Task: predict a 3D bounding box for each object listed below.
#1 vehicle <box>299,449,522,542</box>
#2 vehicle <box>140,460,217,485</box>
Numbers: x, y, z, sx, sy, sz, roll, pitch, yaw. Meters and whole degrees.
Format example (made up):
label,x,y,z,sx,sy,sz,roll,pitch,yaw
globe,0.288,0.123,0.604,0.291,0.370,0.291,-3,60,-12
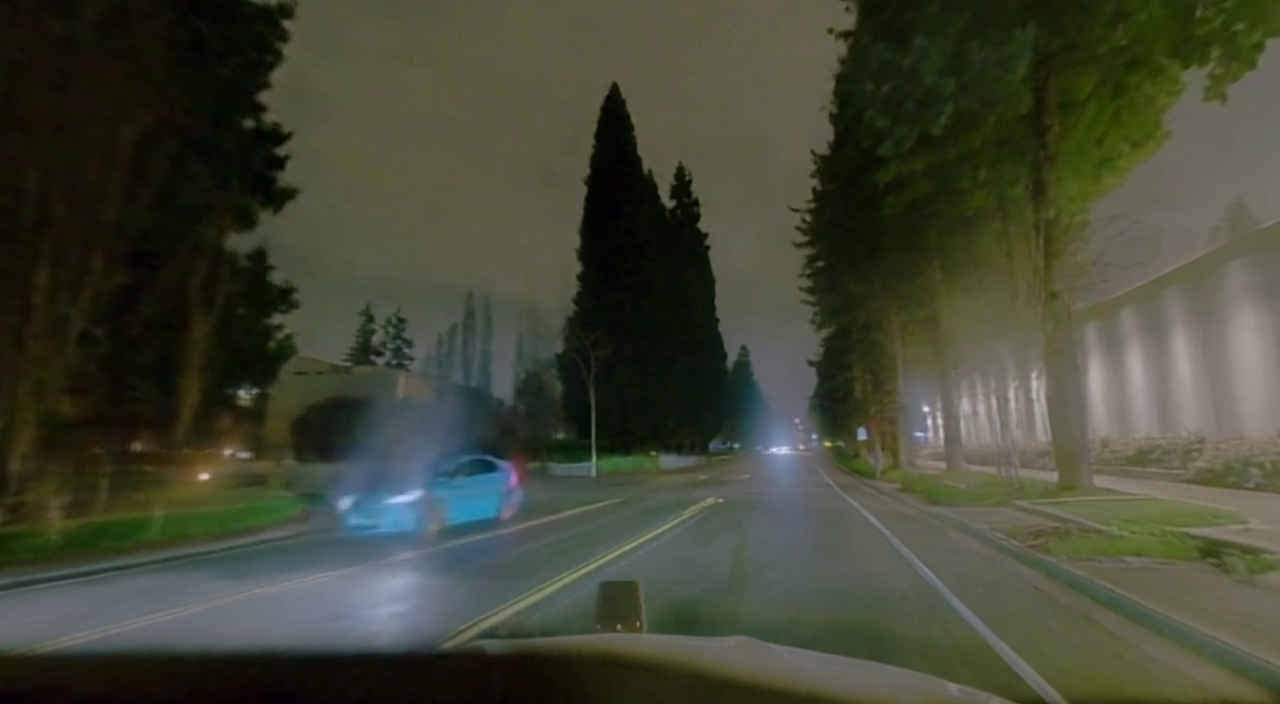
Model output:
label,x,y,z,sx,sy,sz,roll,pitch,yaw
vehicle,-4.236,2.685,12.602,1.926,1.465,4.433,-2,-9,15
vehicle,-30.746,7.990,42.067,4.252,1.506,1.860,-2,-10,19
